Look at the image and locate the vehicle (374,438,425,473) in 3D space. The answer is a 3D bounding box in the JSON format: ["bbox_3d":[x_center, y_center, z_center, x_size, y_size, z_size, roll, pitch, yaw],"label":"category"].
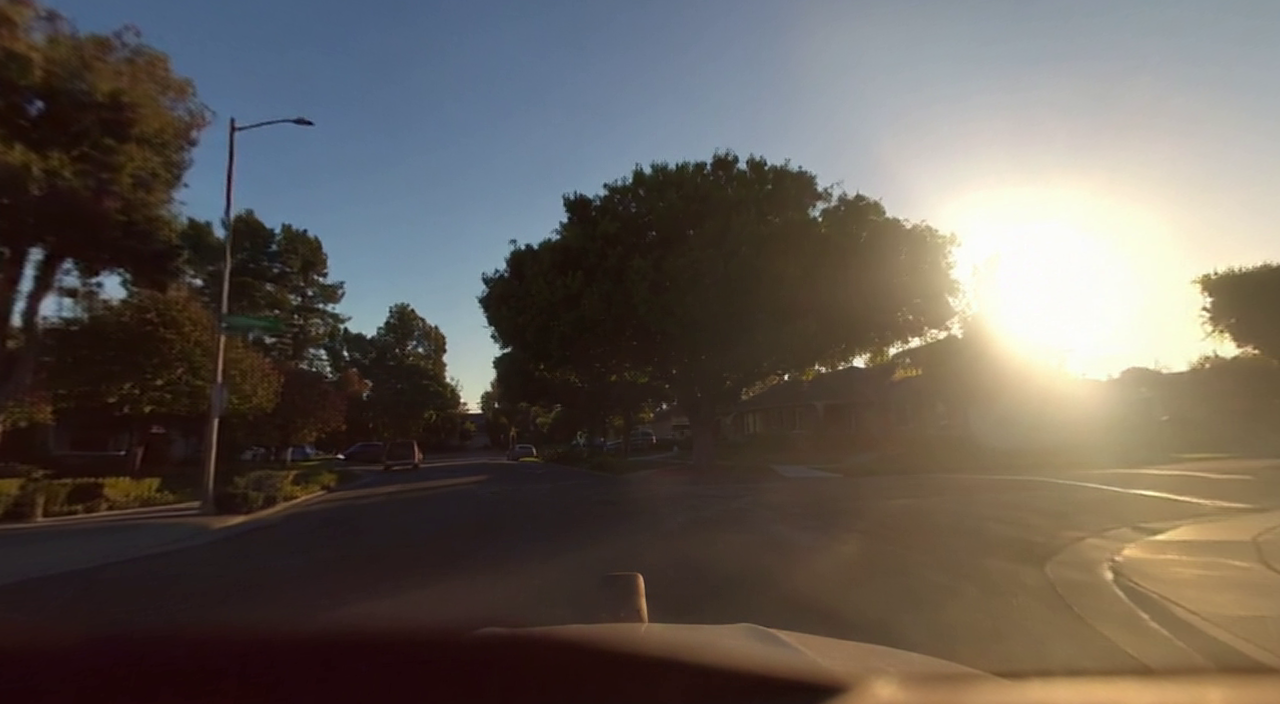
[{"bbox_3d":[-13.440,5.782,35.565,2.152,1.826,4.725,2,-9,-16],"label":"vehicle"}]

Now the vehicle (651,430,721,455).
[{"bbox_3d":[3.048,6.030,41.995,4.241,1.597,1.833,2,-9,-16],"label":"vehicle"}]
